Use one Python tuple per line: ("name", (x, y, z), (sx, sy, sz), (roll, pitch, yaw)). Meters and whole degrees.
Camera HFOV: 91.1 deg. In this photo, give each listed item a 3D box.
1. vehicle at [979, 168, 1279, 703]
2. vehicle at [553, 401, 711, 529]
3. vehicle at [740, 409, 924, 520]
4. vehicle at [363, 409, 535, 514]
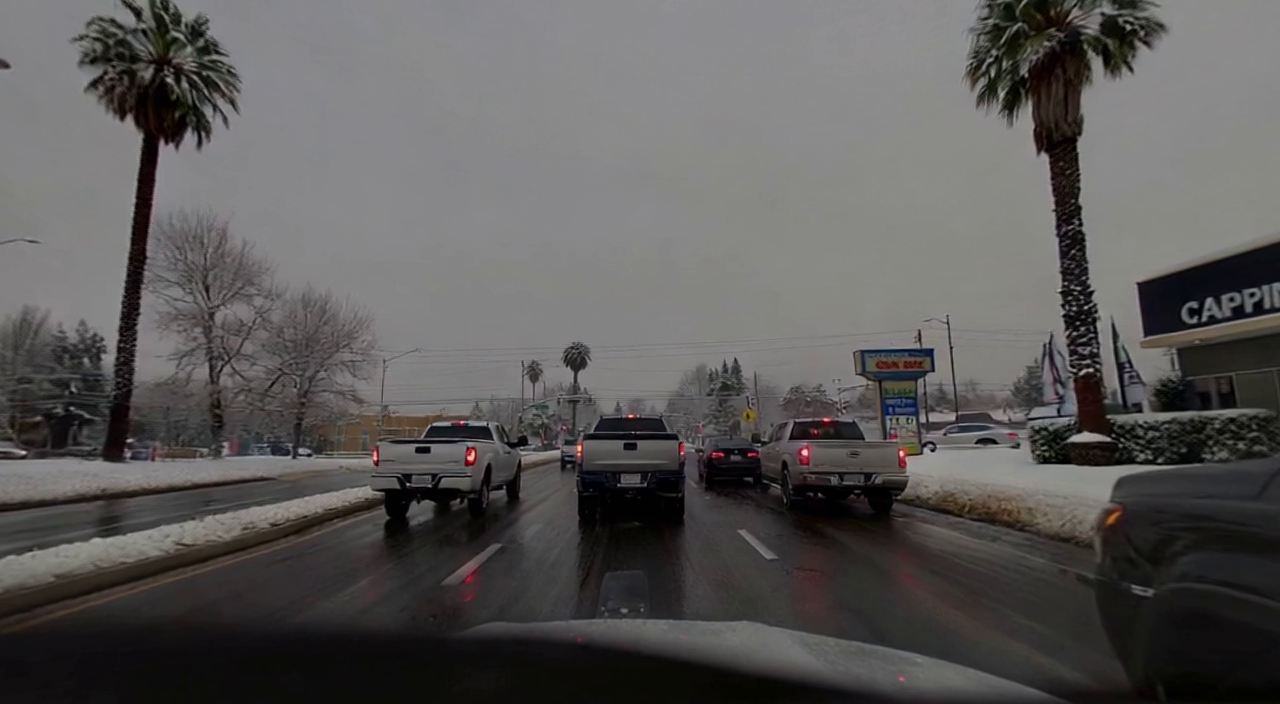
("vehicle", (2.650, 0.346, 0.106), (2.309, 1.975, 5.421), (0, -8, 2))
("vehicle", (-0.062, 2.042, 11.919), (2.295, 1.835, 5.471), (0, -8, 1))
("vehicle", (3.629, 2.272, 13.220), (2.120, 1.828, 5.531), (0, -8, 0))
("vehicle", (-3.685, 2.227, 13.183), (2.071, 1.811, 4.605), (0, -8, 1))
